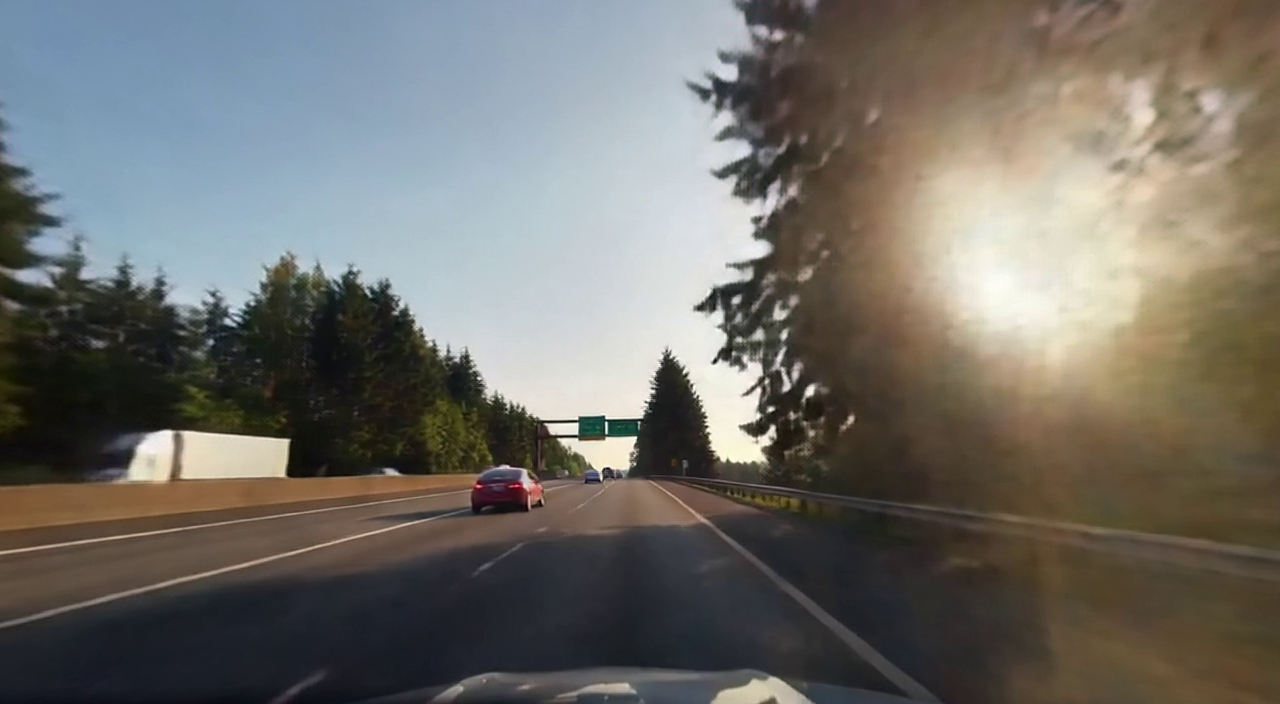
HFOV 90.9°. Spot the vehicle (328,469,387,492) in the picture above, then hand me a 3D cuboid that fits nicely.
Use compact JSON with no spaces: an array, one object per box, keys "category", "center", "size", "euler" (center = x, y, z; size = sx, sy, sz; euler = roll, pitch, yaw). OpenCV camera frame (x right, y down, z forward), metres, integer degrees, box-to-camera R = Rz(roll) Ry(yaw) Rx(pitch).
[{"category":"vehicle","center":[-19.950,9.076,44.718],"size":[2.002,1.527,4.619],"euler":[1,-11,0]}]

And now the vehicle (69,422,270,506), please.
[{"category":"vehicle","center":[-24.785,6.151,34.347],"size":[2.968,3.818,10.189],"euler":[1,-11,0]}]

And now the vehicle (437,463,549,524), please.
[{"category":"vehicle","center":[-3.966,3.922,17.886],"size":[1.995,1.467,4.467],"euler":[0,-11,1]}]

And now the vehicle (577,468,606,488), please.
[{"category":"vehicle","center":[-3.769,9.908,49.714],"size":[1.954,1.509,4.094],"euler":[1,-11,0]}]
